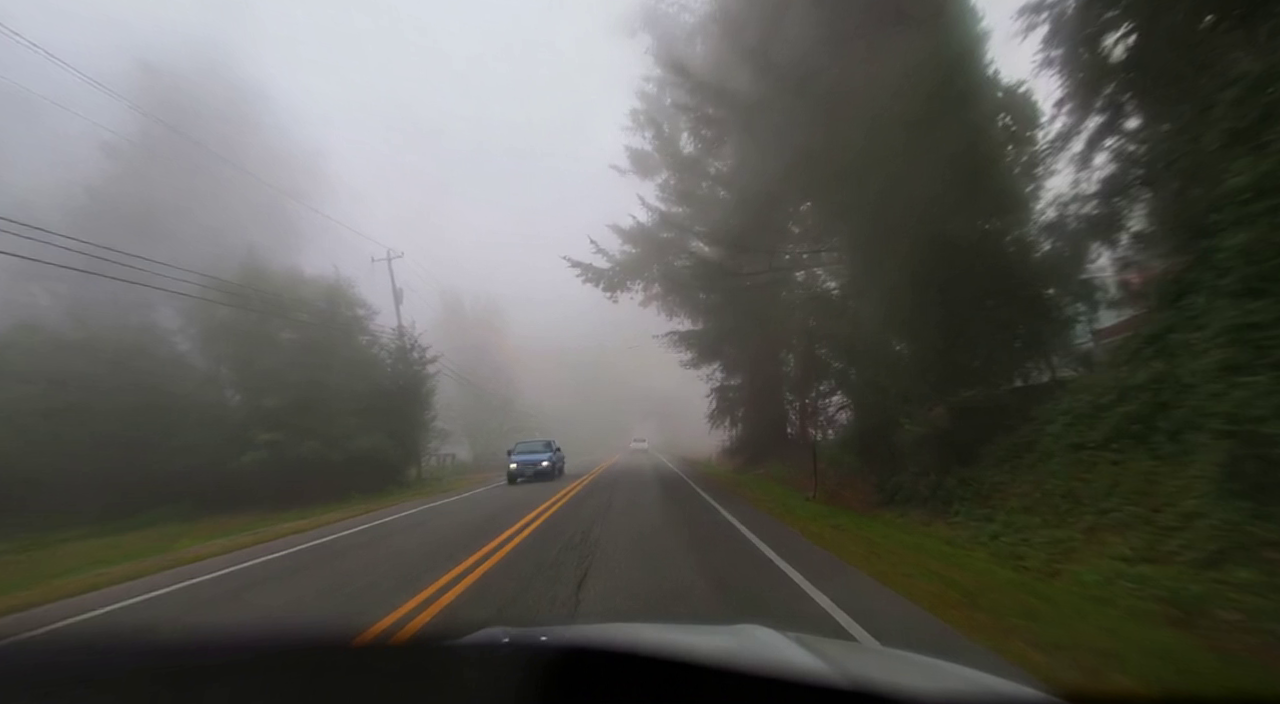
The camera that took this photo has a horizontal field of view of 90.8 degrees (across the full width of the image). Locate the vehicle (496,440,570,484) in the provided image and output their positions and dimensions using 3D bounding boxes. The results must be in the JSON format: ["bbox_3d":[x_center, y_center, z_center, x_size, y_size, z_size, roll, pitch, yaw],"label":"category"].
[{"bbox_3d":[-4.021,4.211,24.499,2.093,1.563,4.142,0,-8,1],"label":"vehicle"}]
